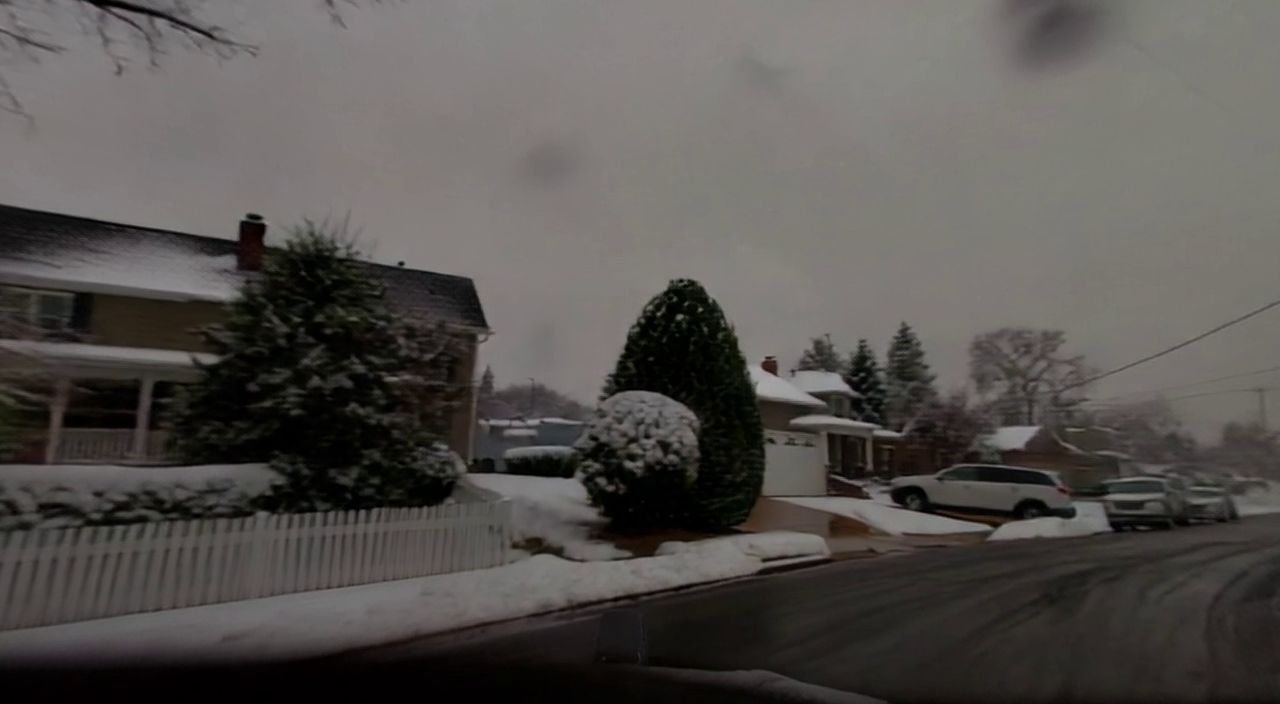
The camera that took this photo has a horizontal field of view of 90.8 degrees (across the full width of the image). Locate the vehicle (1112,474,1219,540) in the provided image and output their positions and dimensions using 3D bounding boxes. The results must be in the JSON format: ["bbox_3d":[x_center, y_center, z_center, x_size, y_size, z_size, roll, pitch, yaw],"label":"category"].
[{"bbox_3d":[16.533,4.717,19.775,2.081,1.589,4.691,-8,-12,43],"label":"vehicle"}]

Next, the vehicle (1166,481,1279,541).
[{"bbox_3d":[21.268,5.685,22.976,4.924,1.717,2.334,7,-14,-41],"label":"vehicle"}]

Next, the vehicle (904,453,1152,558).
[{"bbox_3d":[9.148,3.461,15.116,2.471,1.595,4.537,8,-6,-43],"label":"vehicle"}]
